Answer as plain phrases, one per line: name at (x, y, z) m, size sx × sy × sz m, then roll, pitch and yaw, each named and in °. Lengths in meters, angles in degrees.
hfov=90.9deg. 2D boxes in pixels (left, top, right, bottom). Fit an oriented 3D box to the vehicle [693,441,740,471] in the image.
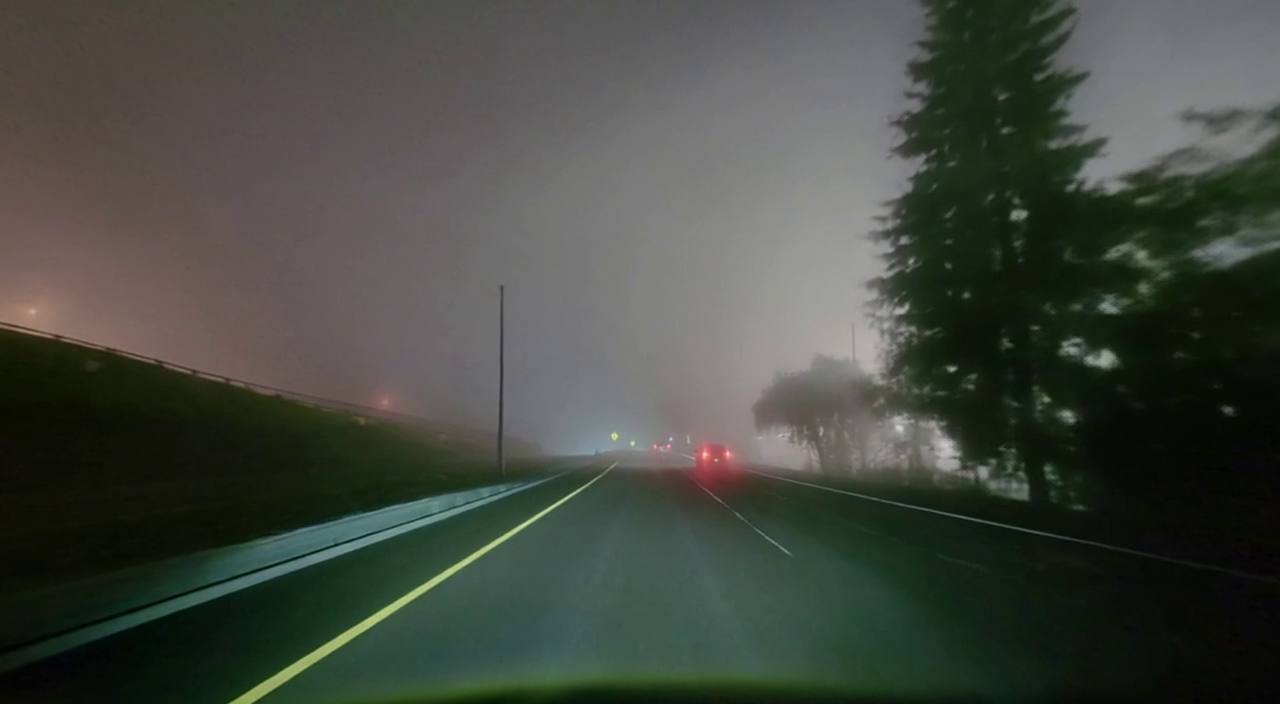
vehicle at (4.245, 5.843, 35.614) m, size 2.042 × 1.518 × 4.477 m, roll 0°, pitch -8°, yaw -1°
